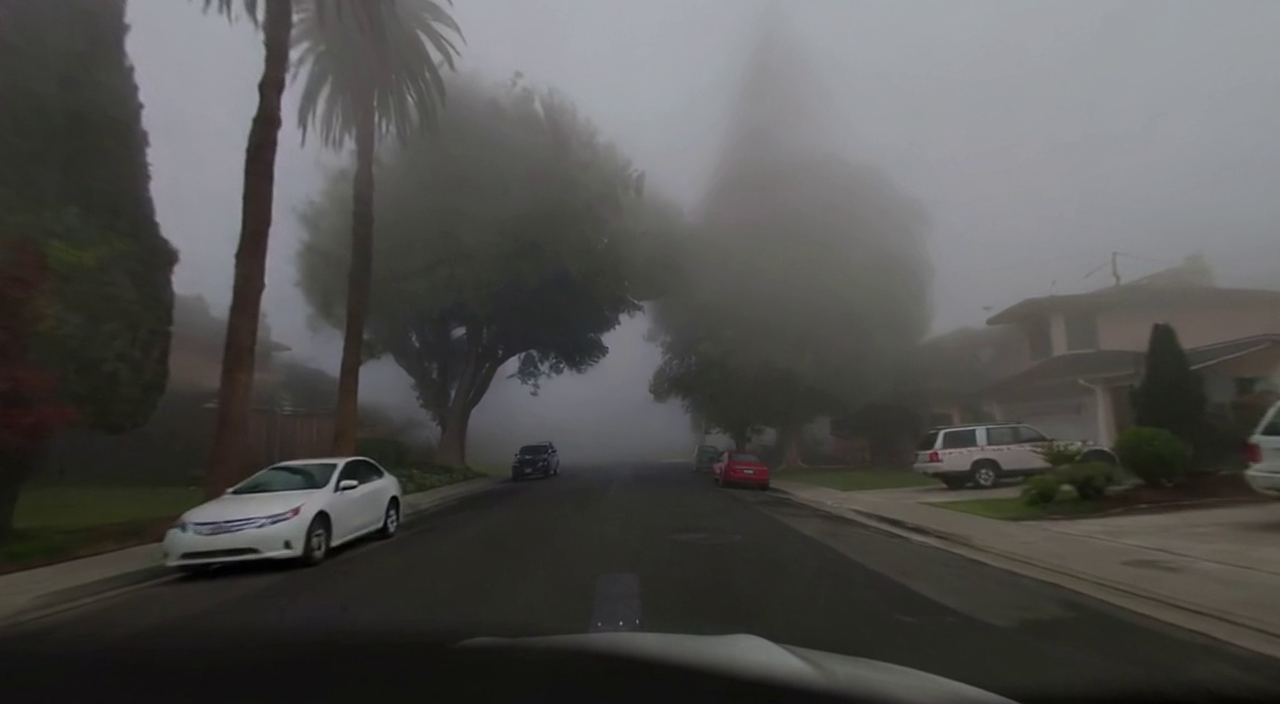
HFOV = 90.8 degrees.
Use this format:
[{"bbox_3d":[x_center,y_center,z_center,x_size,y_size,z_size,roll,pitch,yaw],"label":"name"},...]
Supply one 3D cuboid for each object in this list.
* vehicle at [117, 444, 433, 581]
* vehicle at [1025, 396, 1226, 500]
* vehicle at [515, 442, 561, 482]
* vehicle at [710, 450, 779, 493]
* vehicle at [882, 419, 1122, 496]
[{"bbox_3d":[-4.782,2.168,9.309,2.080,1.479,4.531,0,-10,-2],"label":"vehicle"},{"bbox_3d":[10.600,2.110,13.999,2.712,1.898,1.838,-5,-8,0],"label":"vehicle"},{"bbox_3d":[-5.404,5.690,33.070,2.106,1.914,4.363,2,-8,-12],"label":"vehicle"},{"bbox_3d":[3.945,4.556,24.574,1.867,1.480,4.678,0,-9,0],"label":"vehicle"},{"bbox_3d":[9.474,2.791,16.911,5.068,1.888,2.062,-1,-8,1],"label":"vehicle"}]
